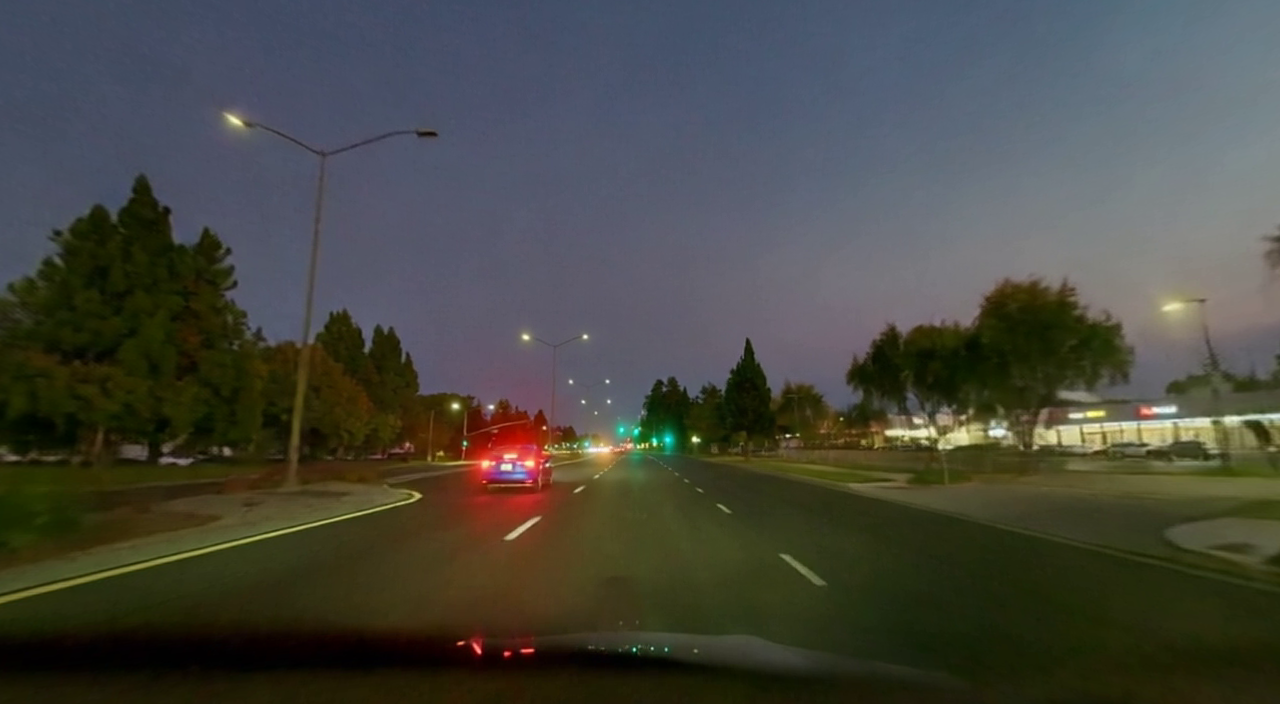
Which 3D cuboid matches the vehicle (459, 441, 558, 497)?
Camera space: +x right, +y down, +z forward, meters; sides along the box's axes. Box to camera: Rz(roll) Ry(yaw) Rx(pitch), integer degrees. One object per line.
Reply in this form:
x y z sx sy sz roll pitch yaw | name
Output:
-3.717 3.392 18.740 2.003 1.454 4.484 0 -9 0 | vehicle

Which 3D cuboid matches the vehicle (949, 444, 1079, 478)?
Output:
16.201 4.717 27.545 4.341 1.412 2.035 0 -9 -1 | vehicle

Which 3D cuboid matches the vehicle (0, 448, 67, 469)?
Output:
-45.595 7.858 46.694 4.456 1.509 2.005 0 -9 0 | vehicle
